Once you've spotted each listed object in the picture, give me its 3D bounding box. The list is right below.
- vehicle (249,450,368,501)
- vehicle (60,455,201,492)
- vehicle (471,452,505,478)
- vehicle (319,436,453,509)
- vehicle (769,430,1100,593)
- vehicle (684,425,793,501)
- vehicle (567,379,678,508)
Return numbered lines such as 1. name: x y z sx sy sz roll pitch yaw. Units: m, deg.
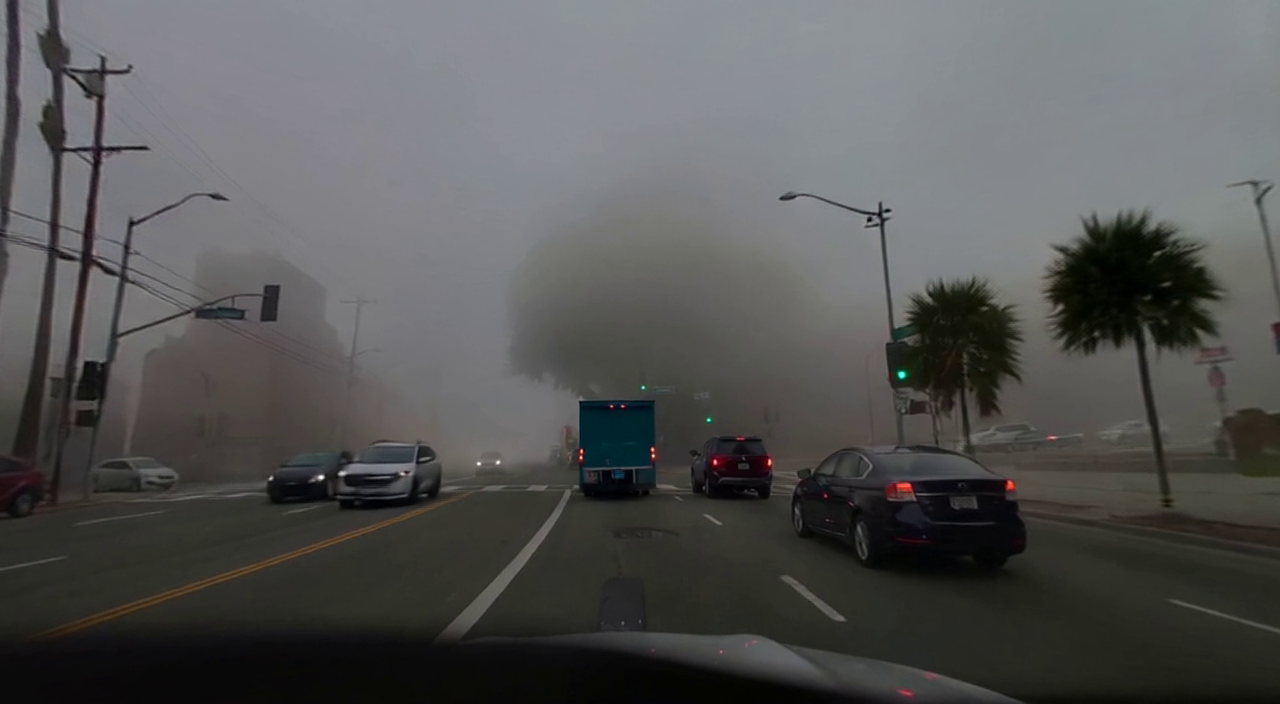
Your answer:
1. vehicle: -11.285 4.190 21.803 1.975 1.503 4.533 1 -9 -5
2. vehicle: -22.471 5.344 27.790 4.585 1.533 1.996 -1 -9 4
3. vehicle: -9.836 7.326 40.771 1.878 1.540 3.939 1 -9 -10
4. vehicle: -6.736 3.212 17.271 2.058 1.730 4.466 0 -9 -4
5. vehicle: 3.271 1.850 8.300 1.978 1.507 4.636 0 -8 -2
6. vehicle: 2.749 3.278 19.071 2.157 1.944 5.423 0 -8 -3
7. vehicle: -0.683 2.549 17.534 2.517 2.926 6.177 1 -9 -5
